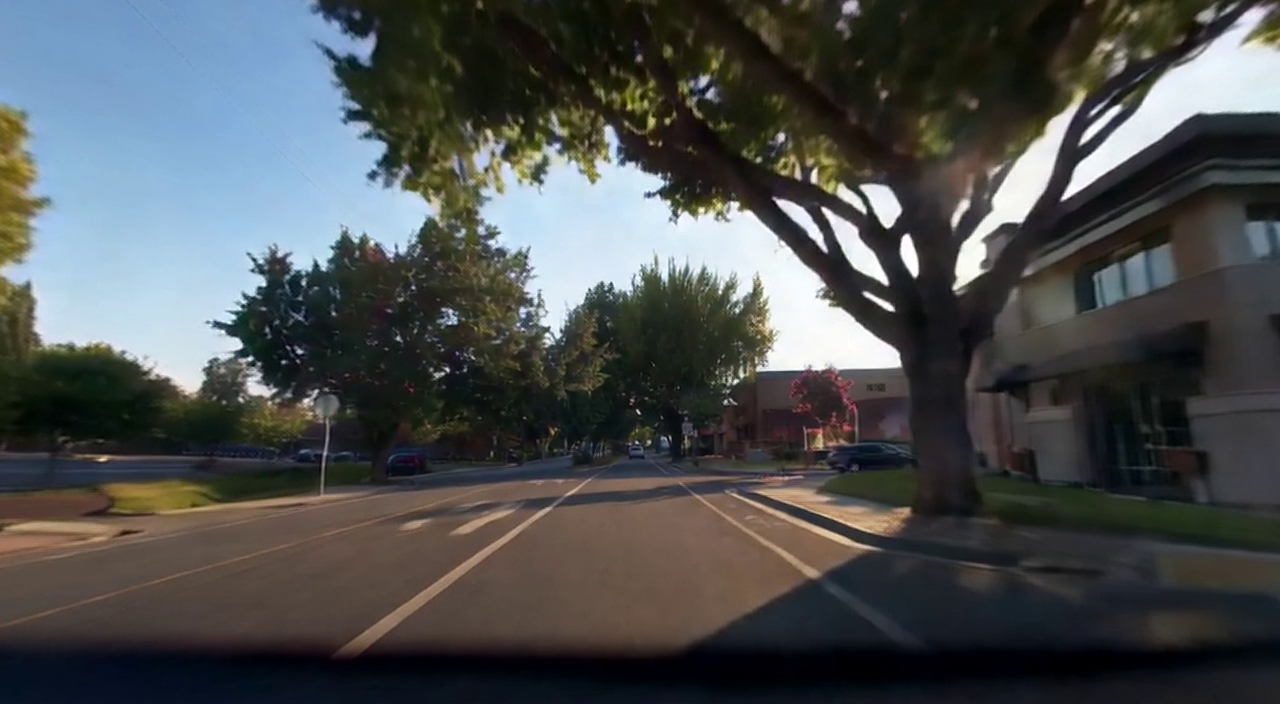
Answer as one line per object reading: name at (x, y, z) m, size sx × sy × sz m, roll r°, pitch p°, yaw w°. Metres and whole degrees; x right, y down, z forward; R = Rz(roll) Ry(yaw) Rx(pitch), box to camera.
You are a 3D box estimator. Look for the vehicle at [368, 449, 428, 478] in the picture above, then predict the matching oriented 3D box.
vehicle at (-13.404, 6.097, 34.850) m, size 2.061 × 1.475 × 4.357 m, roll 6°, pitch -10°, yaw -34°
